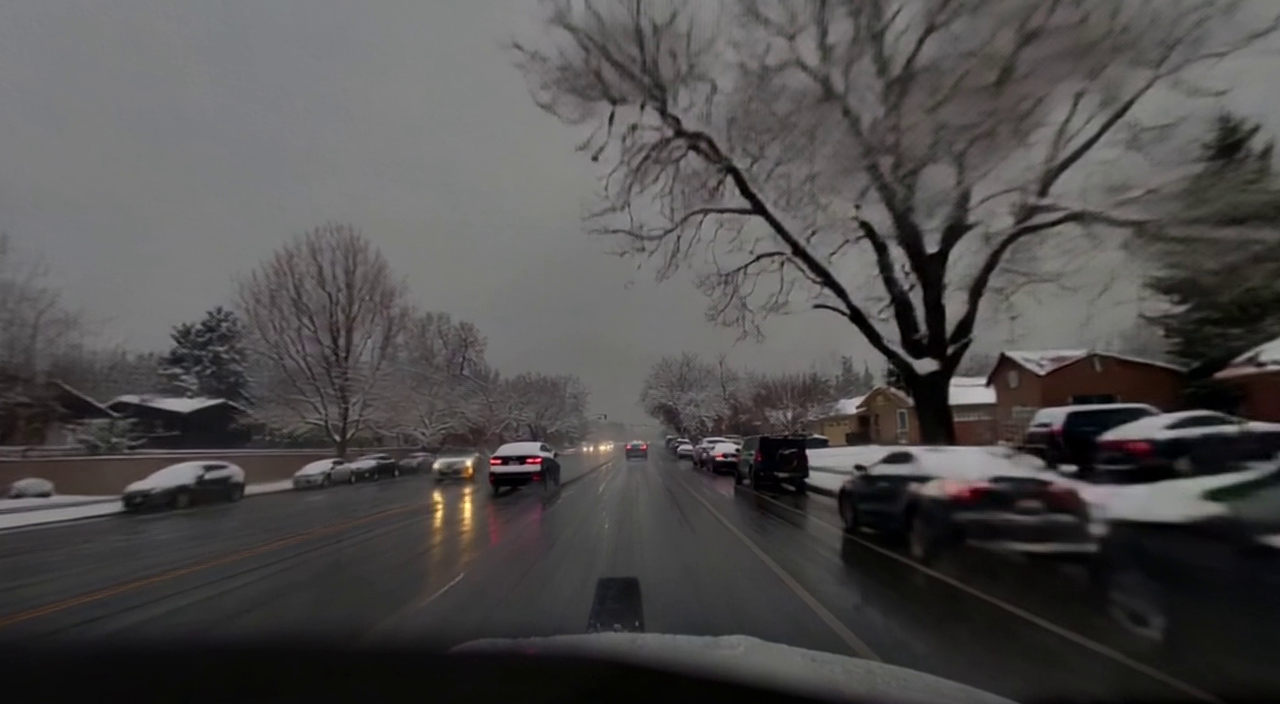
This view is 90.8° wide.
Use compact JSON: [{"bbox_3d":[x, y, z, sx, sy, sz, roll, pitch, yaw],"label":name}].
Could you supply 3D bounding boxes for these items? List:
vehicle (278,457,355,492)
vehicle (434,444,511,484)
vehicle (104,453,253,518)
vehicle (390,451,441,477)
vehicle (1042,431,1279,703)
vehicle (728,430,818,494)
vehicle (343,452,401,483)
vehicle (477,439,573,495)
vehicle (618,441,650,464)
[{"bbox_3d":[-14.849,5.617,29.217,1.626,1.439,3.682,0,-8,0],"label":"vehicle"},{"bbox_3d":[-6.713,4.525,25.865,1.944,1.466,4.487,0,-8,0],"label":"vehicle"},{"bbox_3d":[-14.730,4.223,20.500,1.945,1.613,3.983,-6,-8,-1],"label":"vehicle"},{"bbox_3d":[-14.669,7.359,41.519,1.811,1.433,4.564,-6,-9,-2],"label":"vehicle"},{"bbox_3d":[4.316,1.097,2.905,1.944,1.470,4.530,0,-8,0],"label":"vehicle"},{"bbox_3d":[4.075,3.450,20.135,1.943,1.788,4.462,0,-8,1],"label":"vehicle"},{"bbox_3d":[-14.547,6.307,34.454,1.681,1.419,3.859,-5,-10,-4],"label":"vehicle"},{"bbox_3d":[-3.290,3.402,19.086,2.027,1.477,4.413,0,-8,1],"label":"vehicle"},{"bbox_3d":[-0.386,6.886,43.446,2.088,1.495,4.048,0,-8,0],"label":"vehicle"}]
